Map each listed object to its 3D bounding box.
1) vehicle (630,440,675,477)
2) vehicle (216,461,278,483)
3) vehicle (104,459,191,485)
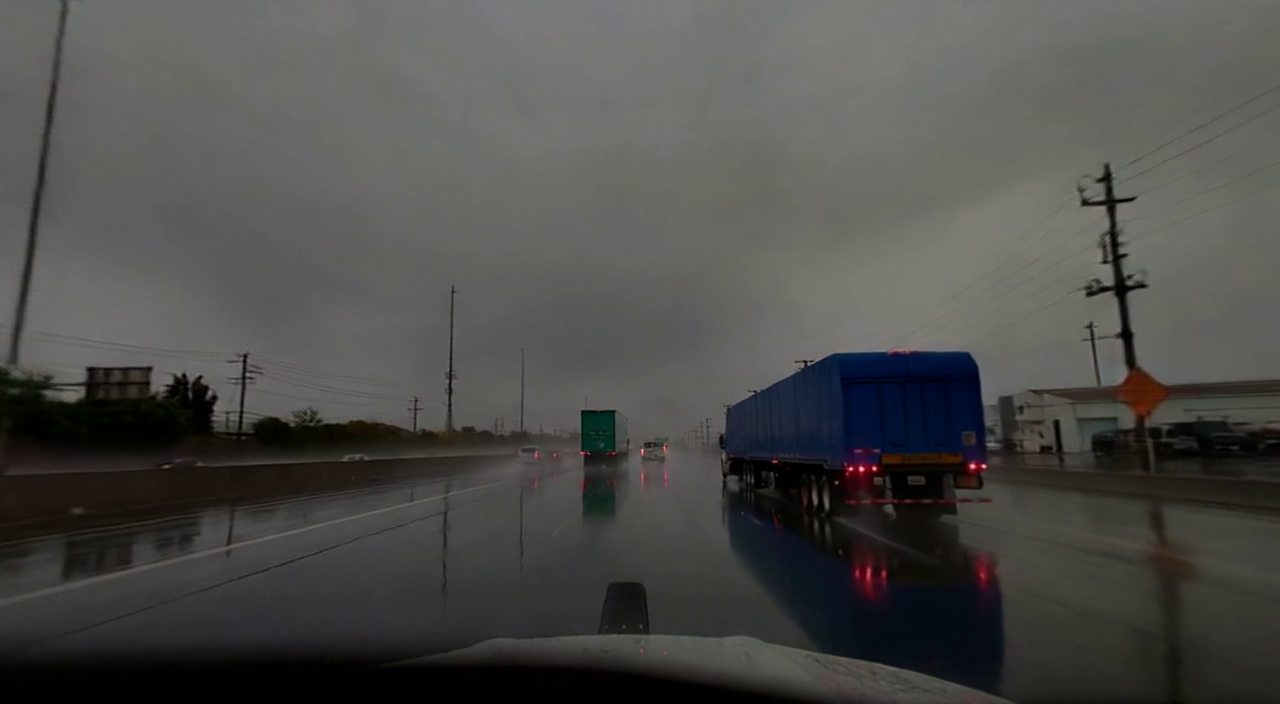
[{"bbox_3d":[0.671,5.767,34.514,2.279,1.837,4.747,0,-9,0],"label":"vehicle"},{"bbox_3d":[-30.640,9.365,49.339,1.840,1.461,4.694,0,-9,0],"label":"vehicle"},{"bbox_3d":[-38.070,9.267,49.019,2.123,1.739,5.655,0,-9,1],"label":"vehicle"}]
